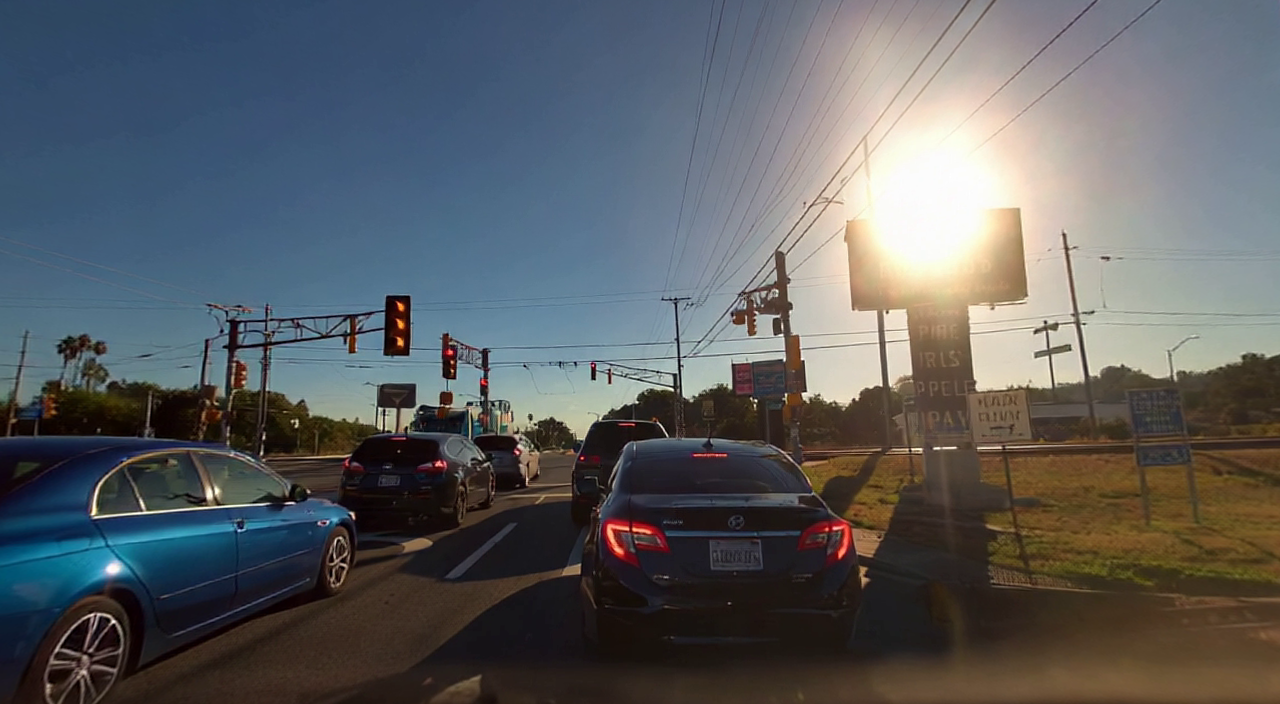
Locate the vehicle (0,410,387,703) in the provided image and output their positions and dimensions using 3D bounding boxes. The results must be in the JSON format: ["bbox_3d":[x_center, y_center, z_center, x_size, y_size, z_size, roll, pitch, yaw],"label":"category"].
[{"bbox_3d":[-3.713,1.252,4.462,1.956,1.468,4.585,0,-9,0],"label":"vehicle"}]

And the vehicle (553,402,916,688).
[{"bbox_3d":[0.402,1.343,5.506,1.998,1.529,3.960,1,-9,-4],"label":"vehicle"}]

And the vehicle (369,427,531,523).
[{"bbox_3d":[-3.361,2.263,12.086,1.984,1.505,3.982,0,-9,-2],"label":"vehicle"}]
